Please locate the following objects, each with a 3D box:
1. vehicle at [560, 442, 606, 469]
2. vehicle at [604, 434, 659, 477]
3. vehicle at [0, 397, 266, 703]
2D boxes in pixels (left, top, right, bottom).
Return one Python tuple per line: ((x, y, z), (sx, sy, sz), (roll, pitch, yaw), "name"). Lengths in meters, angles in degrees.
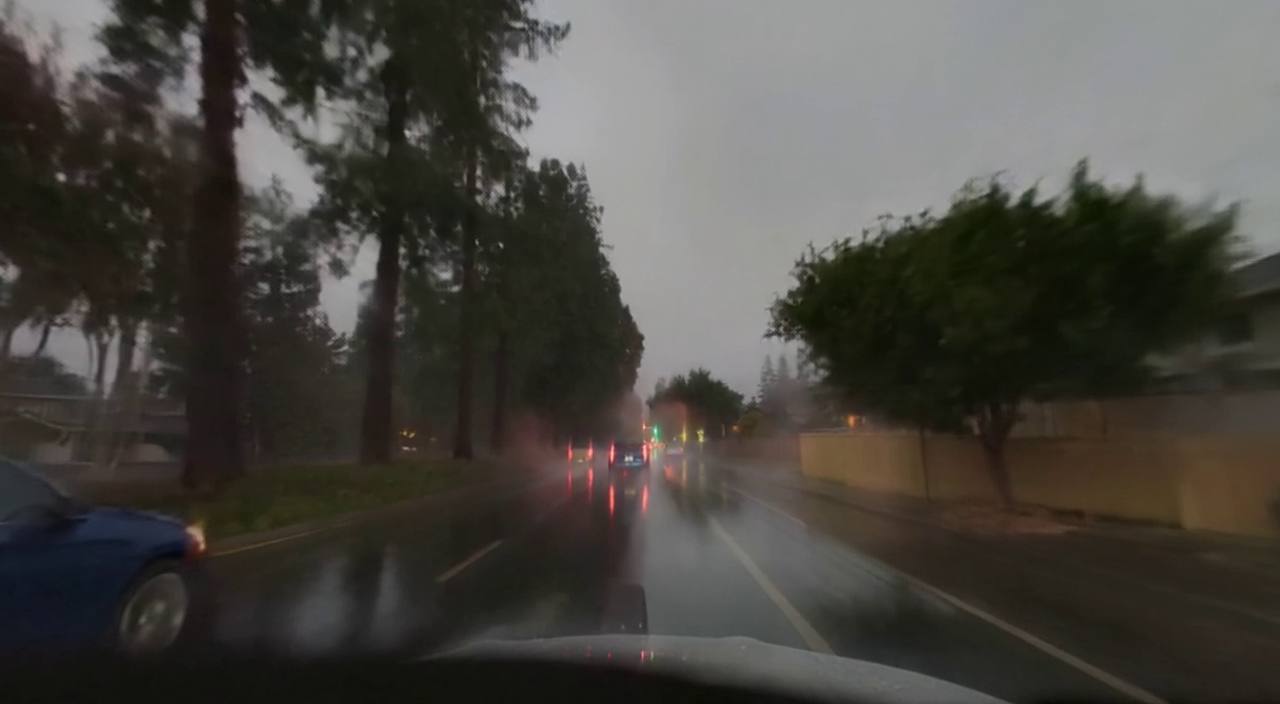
((-3.128, 5.776, 35.231), (2.032, 1.433, 4.458), (0, -8, 2), "vehicle")
((-0.343, 4.495, 27.513), (2.220, 1.742, 4.047), (0, -8, 0), "vehicle")
((-3.735, 0.820, 1.877), (2.105, 1.469, 4.978), (0, -8, 1), "vehicle")
